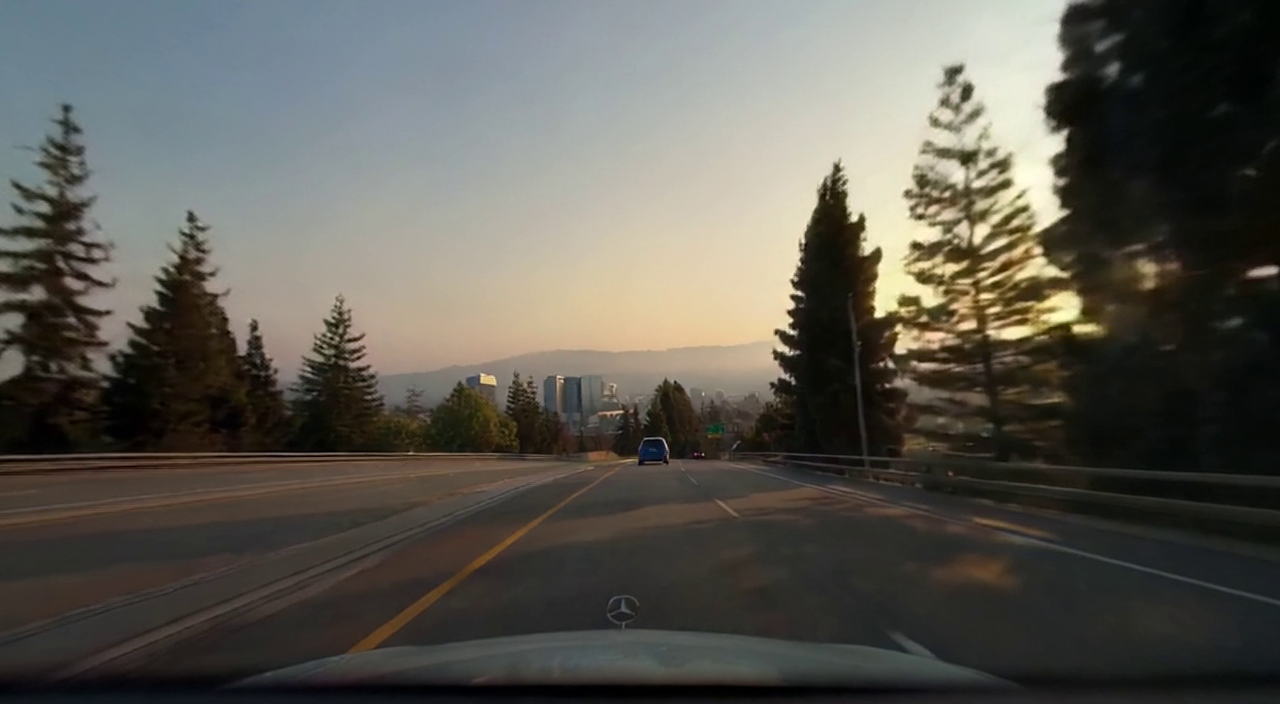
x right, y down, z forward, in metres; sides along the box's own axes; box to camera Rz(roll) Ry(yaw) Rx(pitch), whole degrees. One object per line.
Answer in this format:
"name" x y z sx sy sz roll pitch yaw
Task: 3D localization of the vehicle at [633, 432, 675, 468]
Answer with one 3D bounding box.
"vehicle" 0.954 6.220 40.108 2.546 2.126 5.153 0 -8 3
